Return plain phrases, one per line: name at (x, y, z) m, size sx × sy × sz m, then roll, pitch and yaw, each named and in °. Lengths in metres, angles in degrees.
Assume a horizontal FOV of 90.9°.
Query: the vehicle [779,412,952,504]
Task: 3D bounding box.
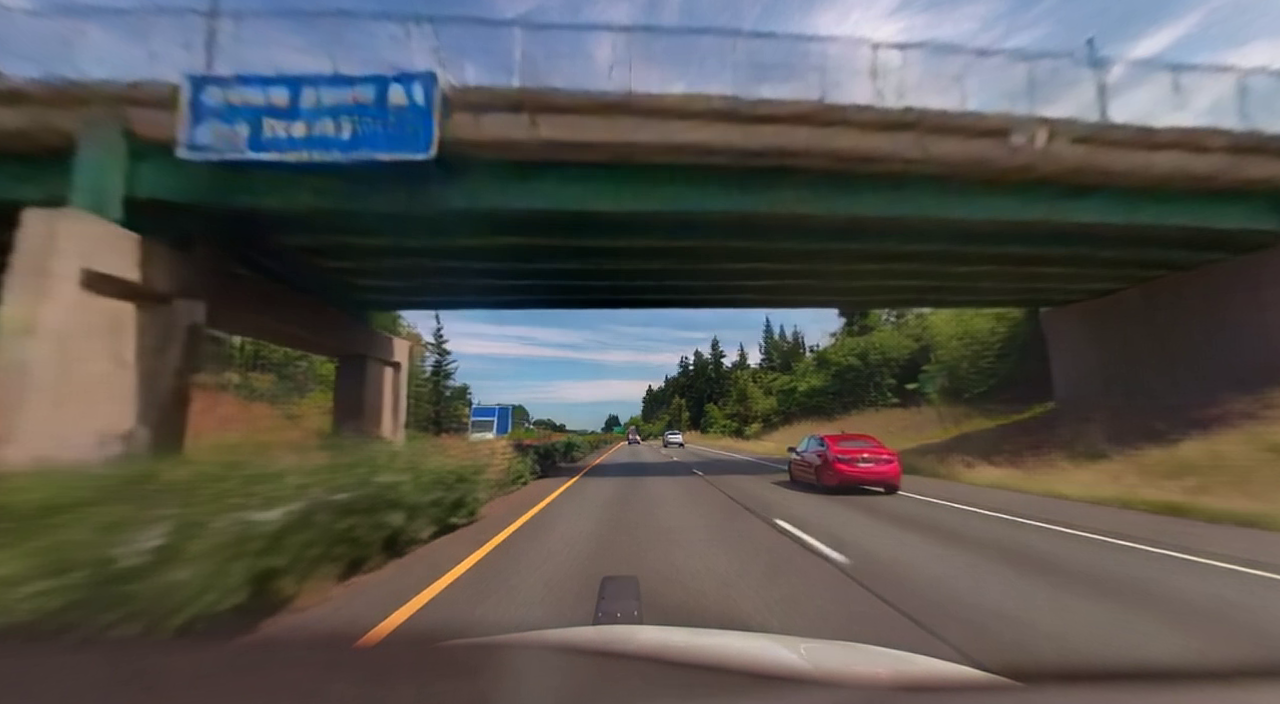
vehicle at (4.570, 2.211, 13.532) m, size 2.073 × 1.651 × 4.065 m, roll 0°, pitch -8°, yaw -2°
